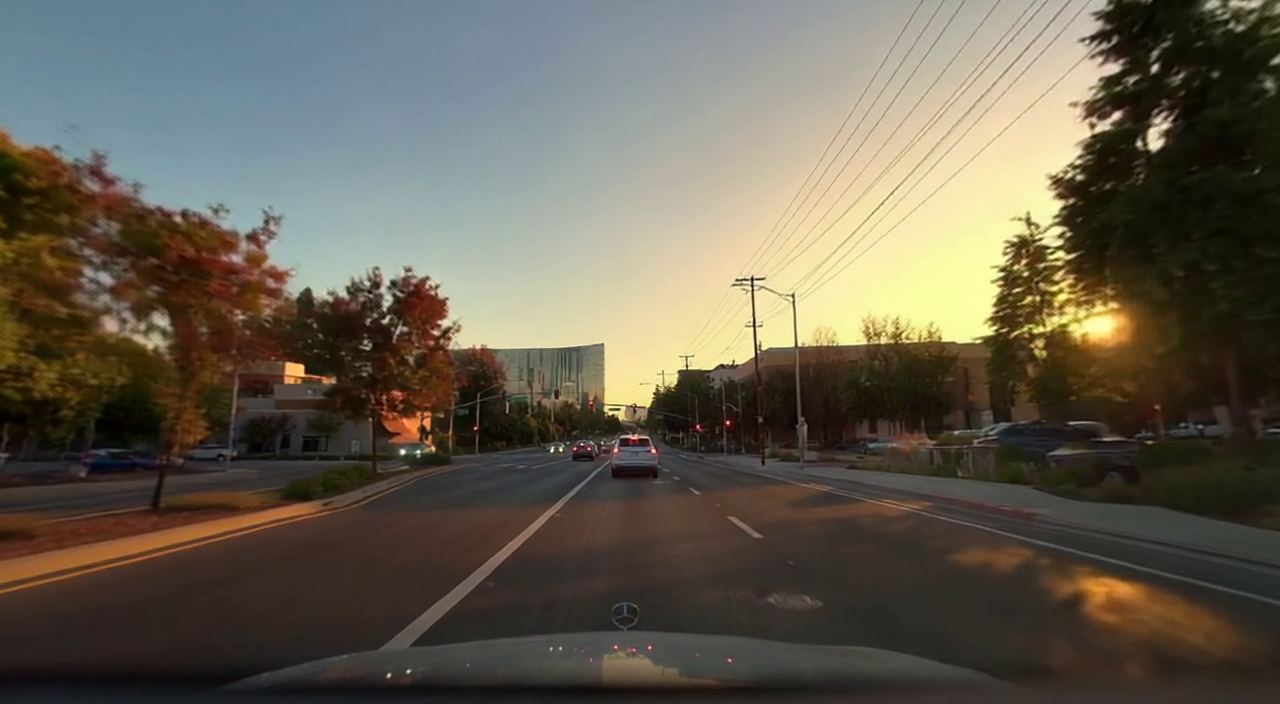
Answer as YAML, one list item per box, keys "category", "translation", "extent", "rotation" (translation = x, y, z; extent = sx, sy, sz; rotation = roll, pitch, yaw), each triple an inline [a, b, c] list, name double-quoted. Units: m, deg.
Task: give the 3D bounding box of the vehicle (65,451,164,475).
- category: "vehicle"
  translation: [-34.244, 7.229, 41.259]
  extent: [4.608, 1.435, 2.076]
  rotation: [0, -9, 0]

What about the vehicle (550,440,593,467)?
- category: "vehicle"
  translation: [-3.996, 6.000, 37.512]
  extent: [2.075, 1.474, 4.367]
  rotation: [0, -9, 0]

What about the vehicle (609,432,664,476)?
- category: "vehicle"
  translation: [-0.180, 4.410, 27.509]
  extent: [2.188, 1.782, 3.982]
  rotation: [0, -9, -1]
